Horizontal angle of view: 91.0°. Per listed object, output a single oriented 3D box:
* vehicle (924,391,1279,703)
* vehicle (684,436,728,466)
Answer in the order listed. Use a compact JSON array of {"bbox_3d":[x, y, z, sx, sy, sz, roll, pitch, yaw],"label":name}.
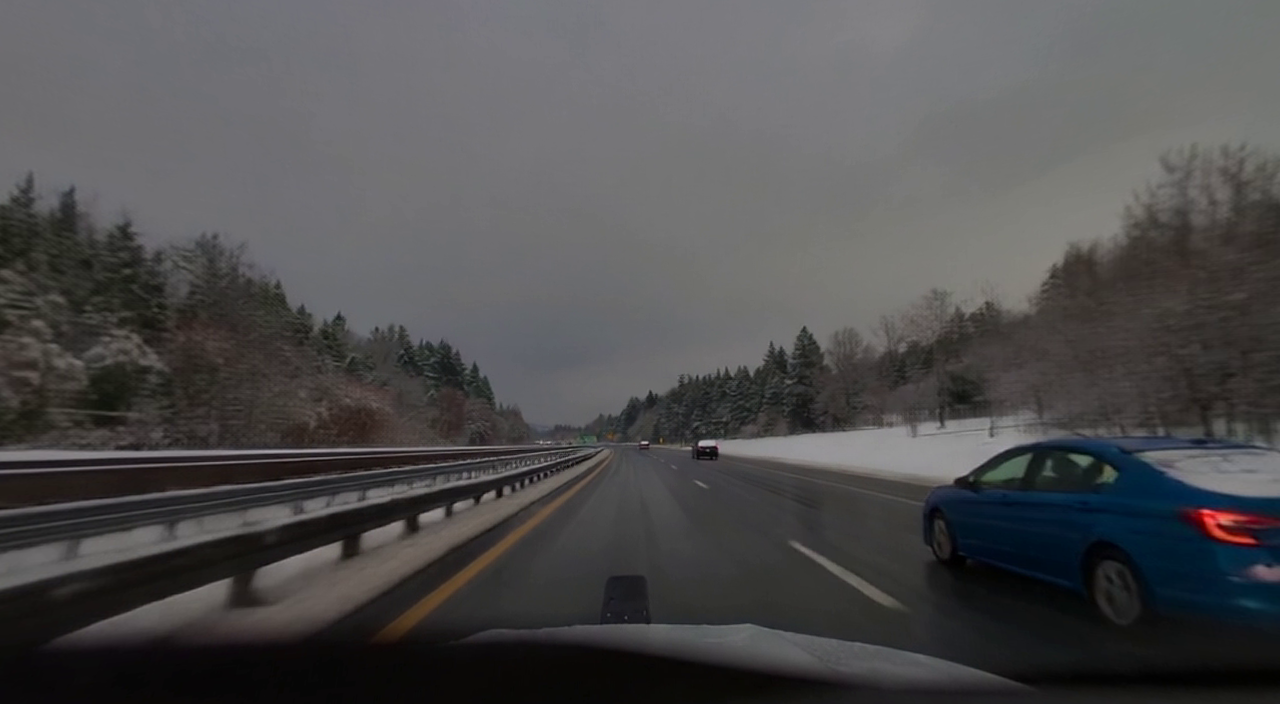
[{"bbox_3d":[4.113,1.189,4.621,2.072,1.528,4.176,0,-8,0],"label":"vehicle"},{"bbox_3d":[3.603,5.452,34.867,1.945,1.538,3.729,0,-8,-1],"label":"vehicle"}]
